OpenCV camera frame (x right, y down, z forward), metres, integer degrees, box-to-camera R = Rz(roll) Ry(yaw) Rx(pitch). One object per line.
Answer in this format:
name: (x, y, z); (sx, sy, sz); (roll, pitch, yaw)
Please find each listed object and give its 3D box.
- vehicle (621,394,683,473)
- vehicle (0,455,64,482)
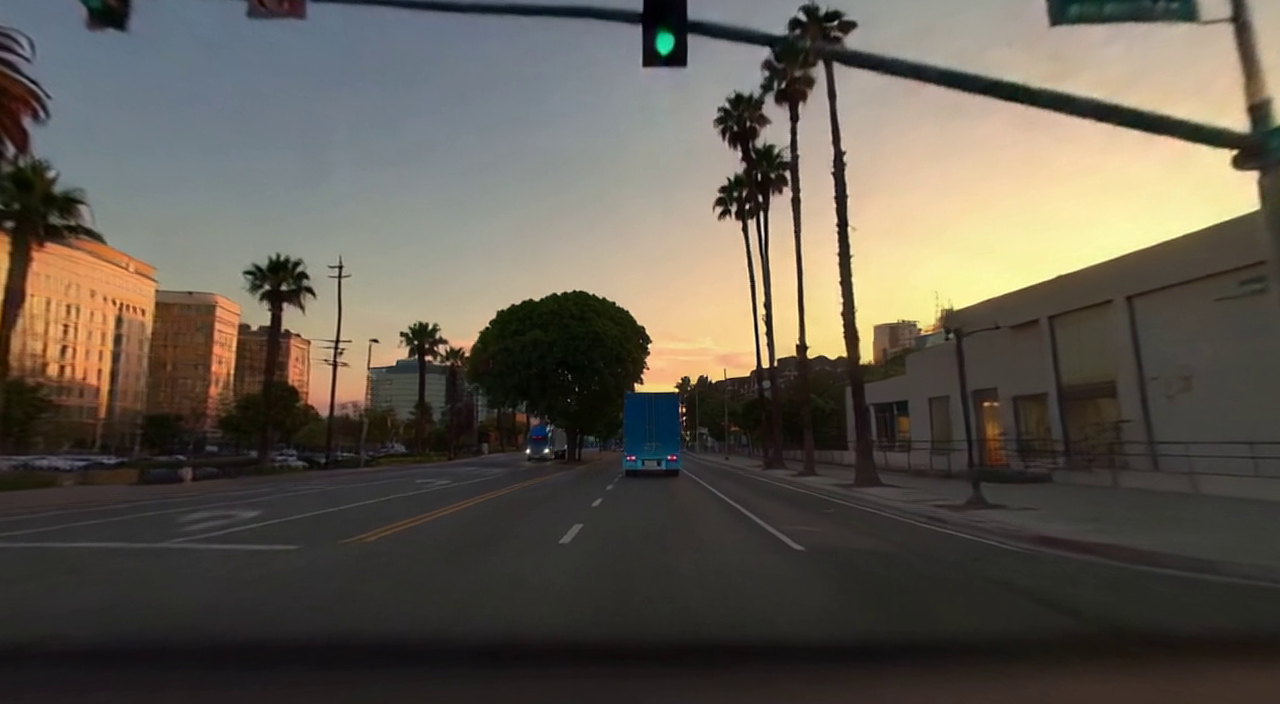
vehicle: (0.446, 4.998, 37.680); (2.992, 3.949, 11.815); (1, -8, -2)
vehicle: (-36.167, 6.736, 36.371); (3.743, 1.448, 1.780); (0, -8, 1)
